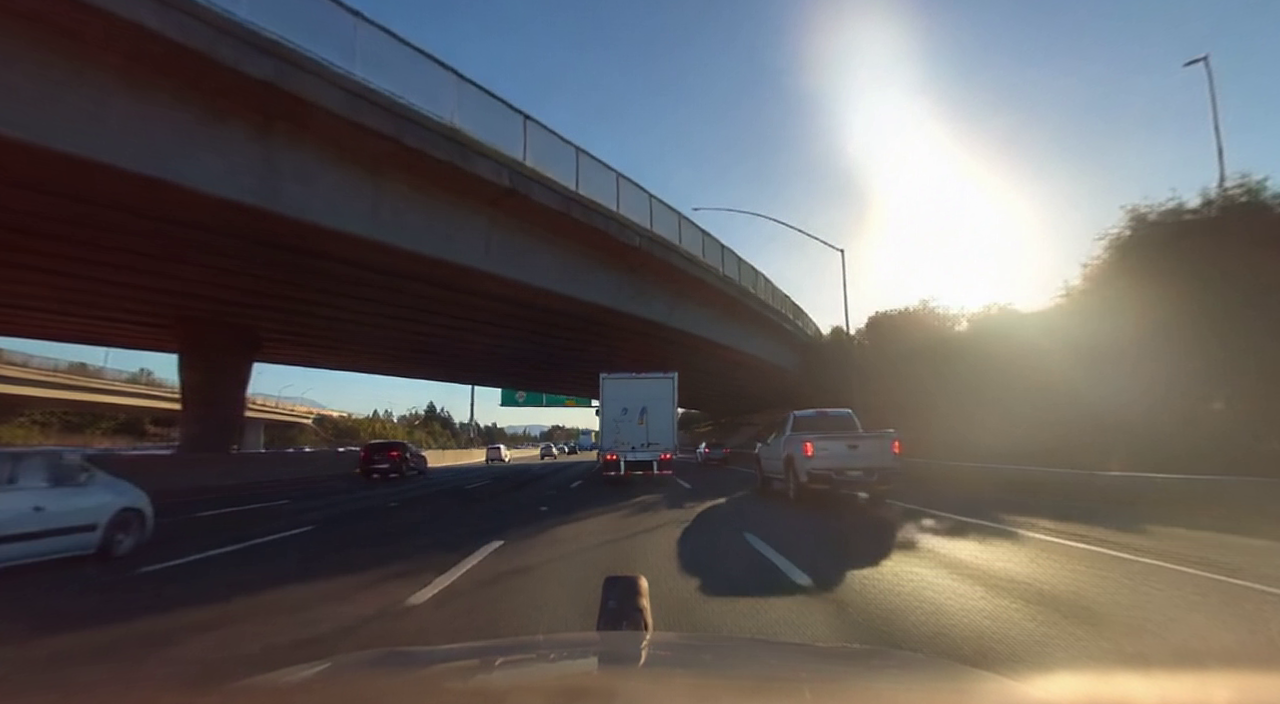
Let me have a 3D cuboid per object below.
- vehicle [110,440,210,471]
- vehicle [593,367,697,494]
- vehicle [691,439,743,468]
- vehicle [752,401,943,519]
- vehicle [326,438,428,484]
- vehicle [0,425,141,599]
[{"bbox_3d":[-34.365,7.454,45.491,2.187,2.054,6.638,0,-9,-2],"label":"vehicle"},{"bbox_3d":[-0.062,3.020,23.250,2.916,3.584,10.841,0,-9,-2],"label":"vehicle"},{"bbox_3d":[4.186,5.606,35.028,2.108,1.508,4.744,0,-9,-2],"label":"vehicle"},{"bbox_3d":[3.926,2.195,13.138,2.174,1.968,5.016,0,-9,-1],"label":"vehicle"},{"bbox_3d":[-10.848,4.535,26.516,2.119,1.747,5.121,0,-9,-1],"label":"vehicle"},{"bbox_3d":[-6.634,1.264,4.617,2.057,1.506,4.829,0,-9,-1],"label":"vehicle"}]
